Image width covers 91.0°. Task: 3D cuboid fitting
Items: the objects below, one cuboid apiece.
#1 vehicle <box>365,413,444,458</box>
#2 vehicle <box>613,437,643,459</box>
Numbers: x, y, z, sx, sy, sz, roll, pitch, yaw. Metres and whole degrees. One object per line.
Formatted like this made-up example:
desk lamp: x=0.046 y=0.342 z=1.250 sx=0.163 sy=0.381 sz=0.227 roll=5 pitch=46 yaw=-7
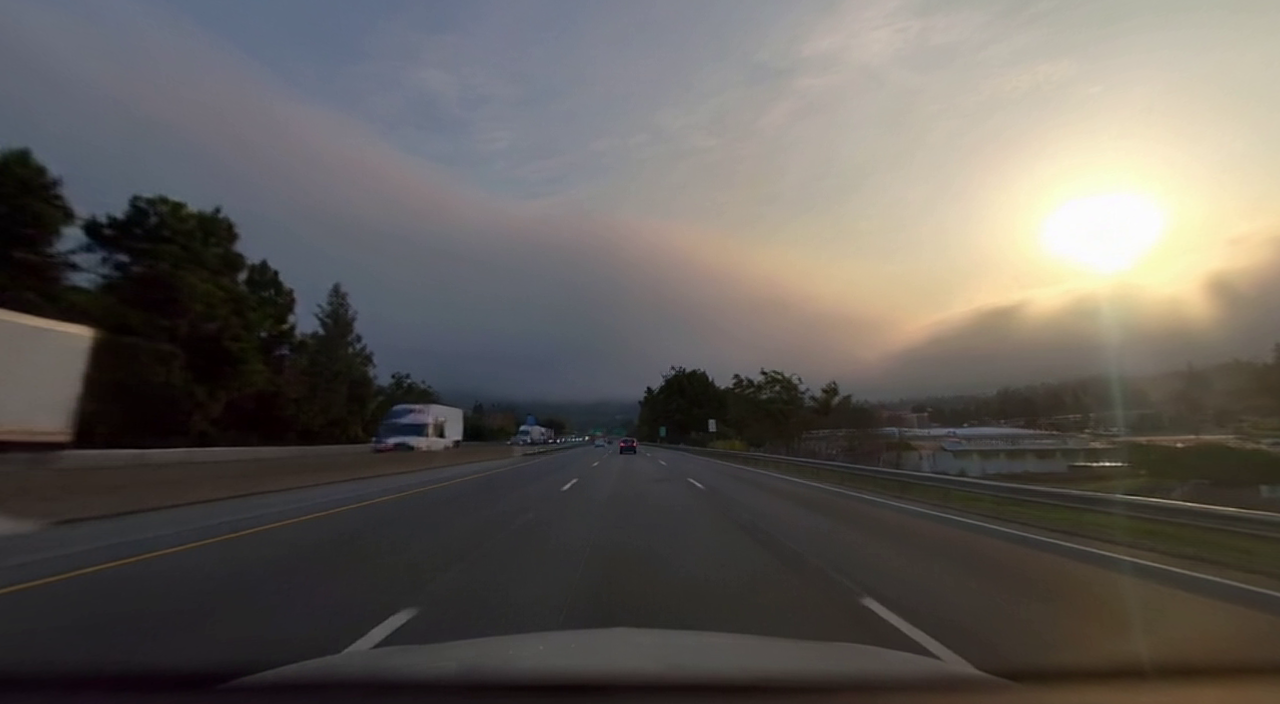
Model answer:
vehicle: x=-13.096 y=4.753 z=35.540 sx=2.372 sy=2.286 sz=5.793 roll=0 pitch=-8 yaw=-2
vehicle: x=-0.945 y=7.060 z=46.402 sx=2.099 sy=1.504 sz=3.843 roll=0 pitch=-8 yaw=-2
